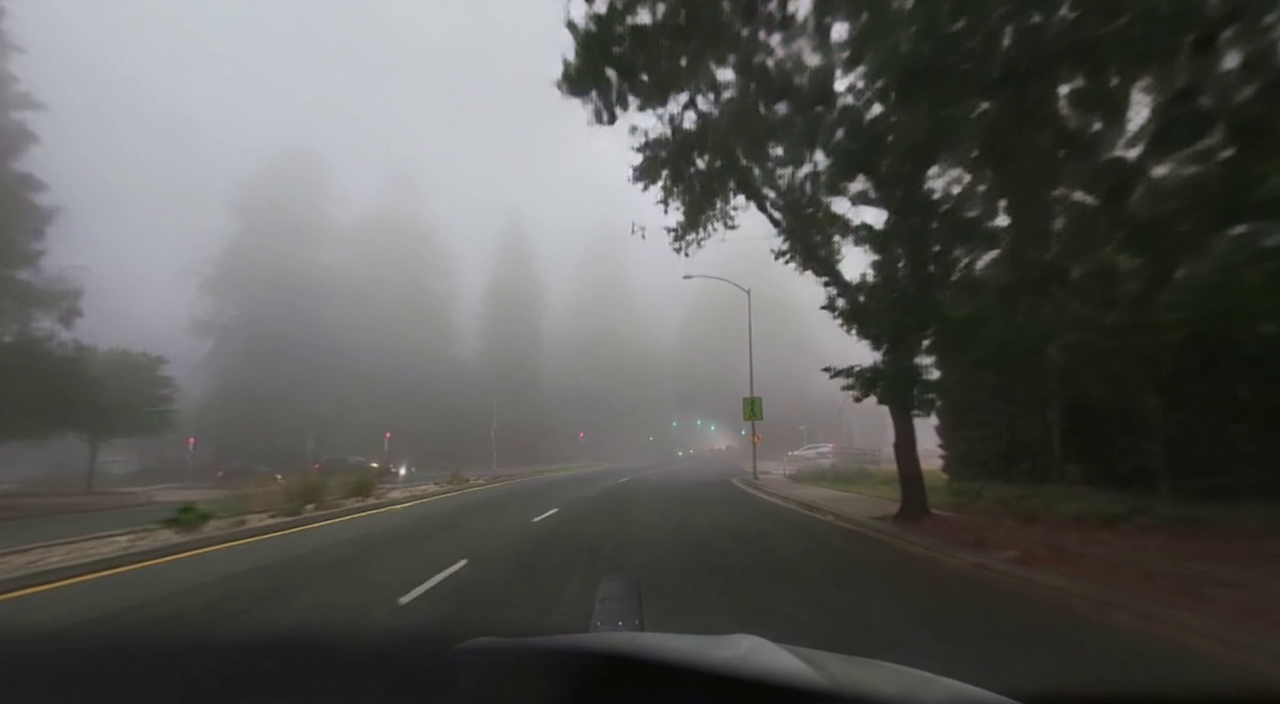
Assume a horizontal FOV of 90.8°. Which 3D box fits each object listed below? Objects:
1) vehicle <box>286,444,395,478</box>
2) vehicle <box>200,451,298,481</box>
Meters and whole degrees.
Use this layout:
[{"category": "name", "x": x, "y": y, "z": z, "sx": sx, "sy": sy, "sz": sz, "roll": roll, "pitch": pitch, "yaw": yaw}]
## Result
[{"category": "vehicle", "x": -19.502, "y": 7.097, "z": 41.459, "sx": 5.938, "sy": 2.098, "sz": 2.333, "roll": 1, "pitch": -8, "yaw": -9}, {"category": "vehicle", "x": -25.058, "y": 7.329, "z": 40.668, "sx": 4.861, "sy": 1.784, "sz": 1.947, "roll": 1, "pitch": -8, "yaw": -8}]
